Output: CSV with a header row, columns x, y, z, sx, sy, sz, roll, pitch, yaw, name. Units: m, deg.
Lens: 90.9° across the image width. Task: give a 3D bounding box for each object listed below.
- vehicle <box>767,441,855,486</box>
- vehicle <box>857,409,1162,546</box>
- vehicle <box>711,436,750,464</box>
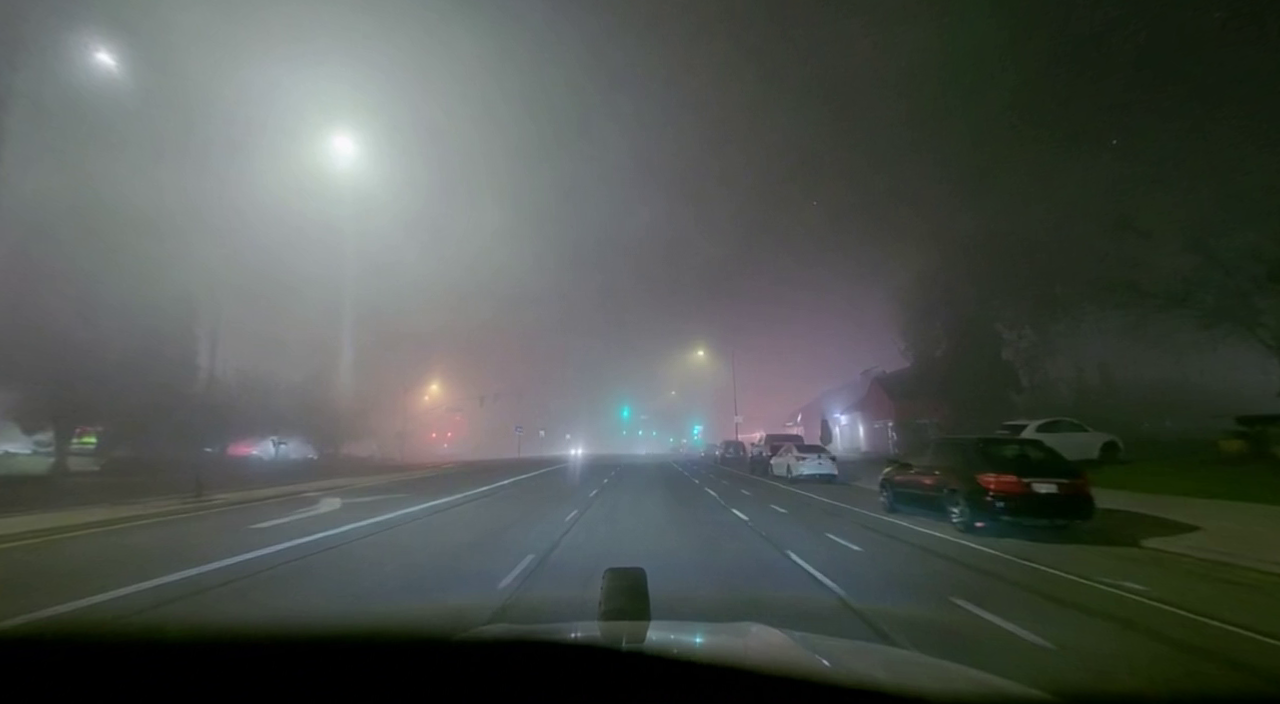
x,y,z,sx,sy,sz,roll,pitch,yaw,name
6.121,4.041,23.202,1.855,1.463,4.729,0,-9,-1,vehicle
5.982,2.130,11.372,2.218,1.842,5.475,0,-9,1,vehicle
6.246,6.806,43.876,1.931,1.814,4.870,0,-9,0,vehicle
